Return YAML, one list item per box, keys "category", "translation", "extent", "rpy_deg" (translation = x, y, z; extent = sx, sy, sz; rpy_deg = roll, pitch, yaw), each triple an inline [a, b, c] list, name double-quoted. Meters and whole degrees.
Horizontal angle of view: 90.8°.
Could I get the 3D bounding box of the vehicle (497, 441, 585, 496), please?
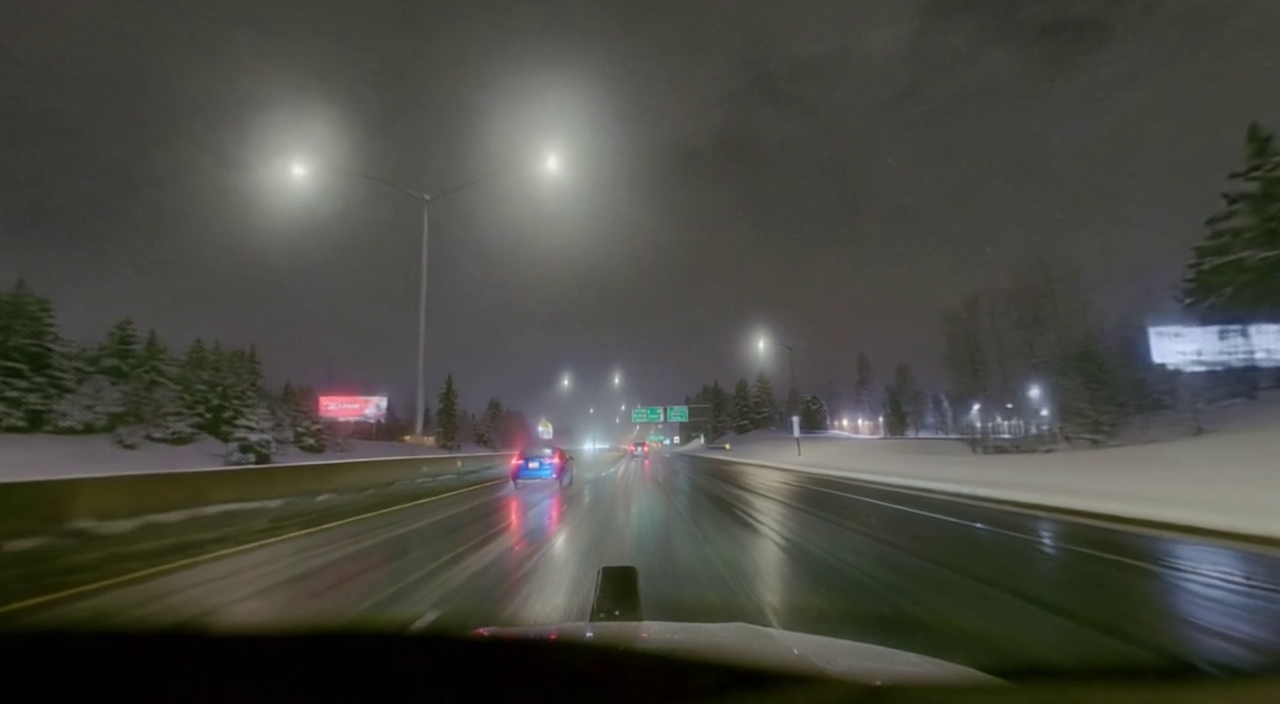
- category: "vehicle"
  translation: [-3.028, 3.680, 20.382]
  extent: [2.029, 1.557, 4.570]
  rpy_deg: [0, -9, 1]
